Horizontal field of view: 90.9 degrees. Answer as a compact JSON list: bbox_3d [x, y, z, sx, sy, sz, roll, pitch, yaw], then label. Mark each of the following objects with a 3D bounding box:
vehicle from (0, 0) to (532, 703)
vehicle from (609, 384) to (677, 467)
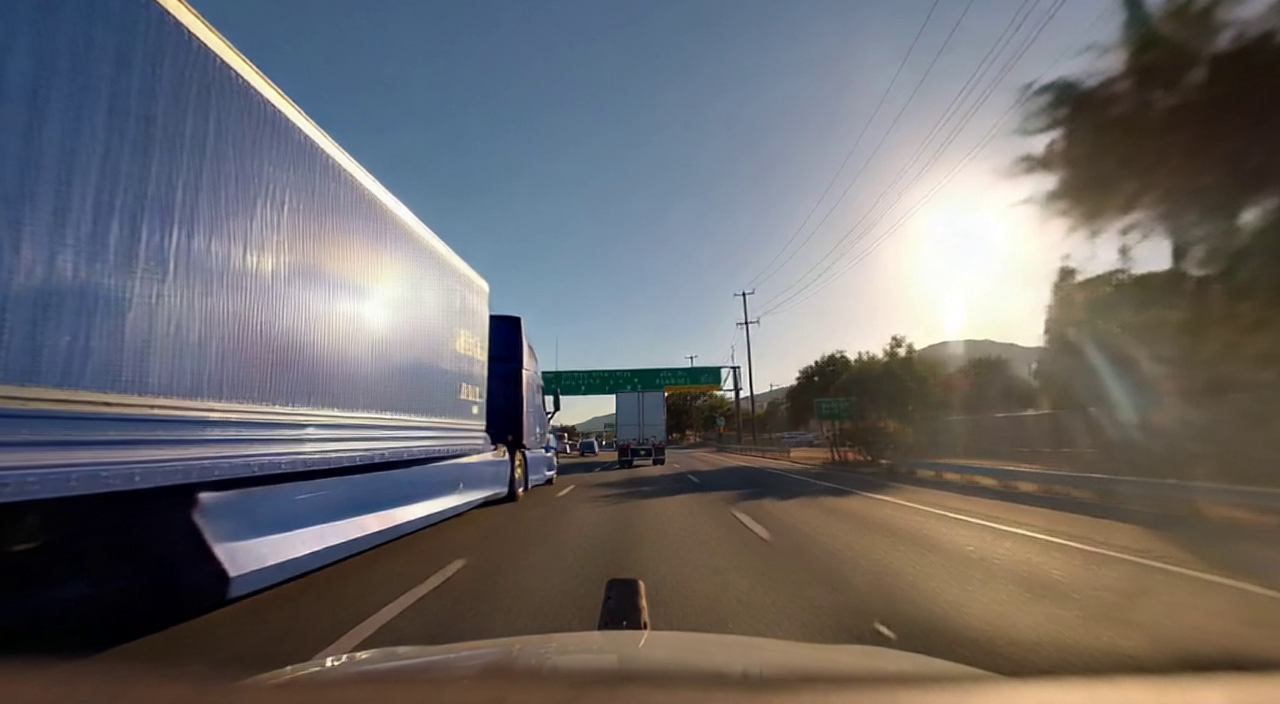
[{"bbox_3d":[-3.912,0.161,6.070,2.875,4.083,15.756,0,-9,0],"label":"vehicle"},{"bbox_3d":[0.123,3.934,32.454,2.941,3.604,9.851,0,-8,0],"label":"vehicle"}]
